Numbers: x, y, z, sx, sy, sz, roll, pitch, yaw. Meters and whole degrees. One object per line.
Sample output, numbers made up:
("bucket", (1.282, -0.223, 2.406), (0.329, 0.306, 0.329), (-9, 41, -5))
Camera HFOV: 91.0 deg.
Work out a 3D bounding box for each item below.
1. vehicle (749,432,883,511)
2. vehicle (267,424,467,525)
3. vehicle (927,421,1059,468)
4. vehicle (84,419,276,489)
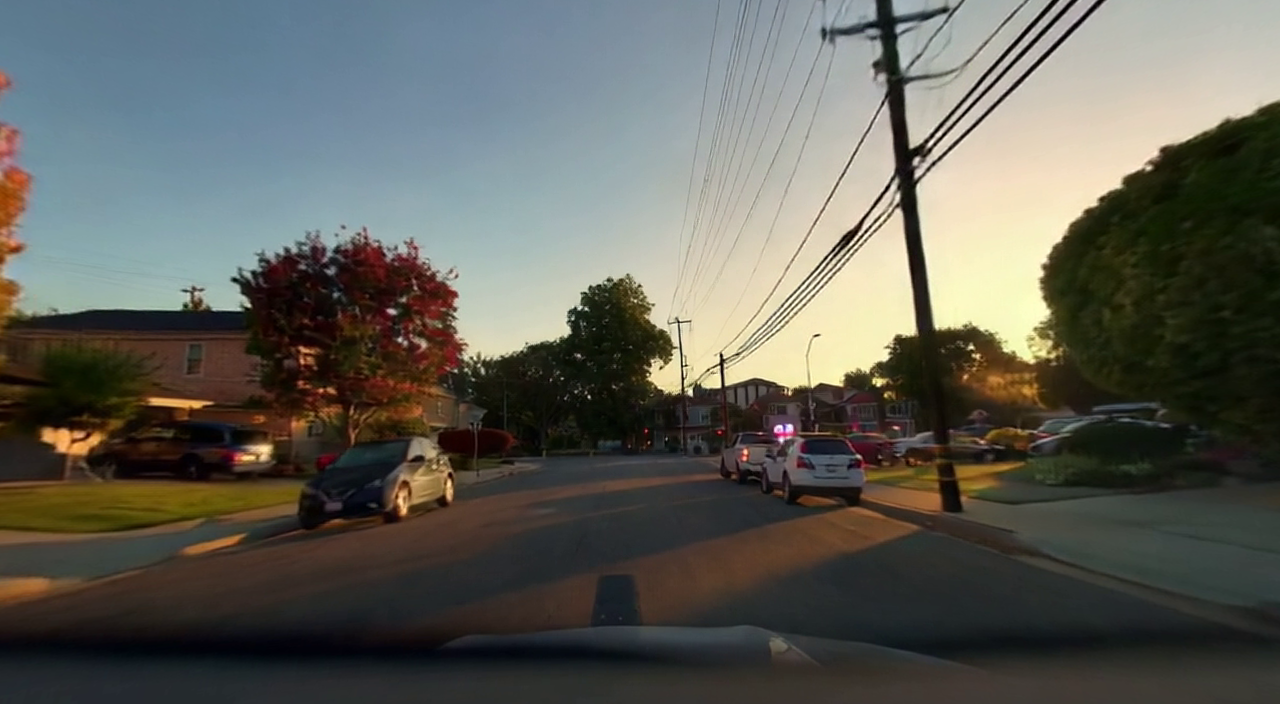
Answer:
("vehicle", (3.880, 2.693, 14.652), (1.848, 1.550, 4.054), (0, -8, -1))
("vehicle", (-6.040, 2.770, 14.983), (2.322, 1.913, 5.582), (0, -8, -1))
("vehicle", (15.370, 4.050, 27.633), (4.514, 1.921, 2.038), (-1, -8, 2))
("vehicle", (-18.027, 4.018, 25.009), (5.548, 2.609, 2.235), (1, -9, -8))
